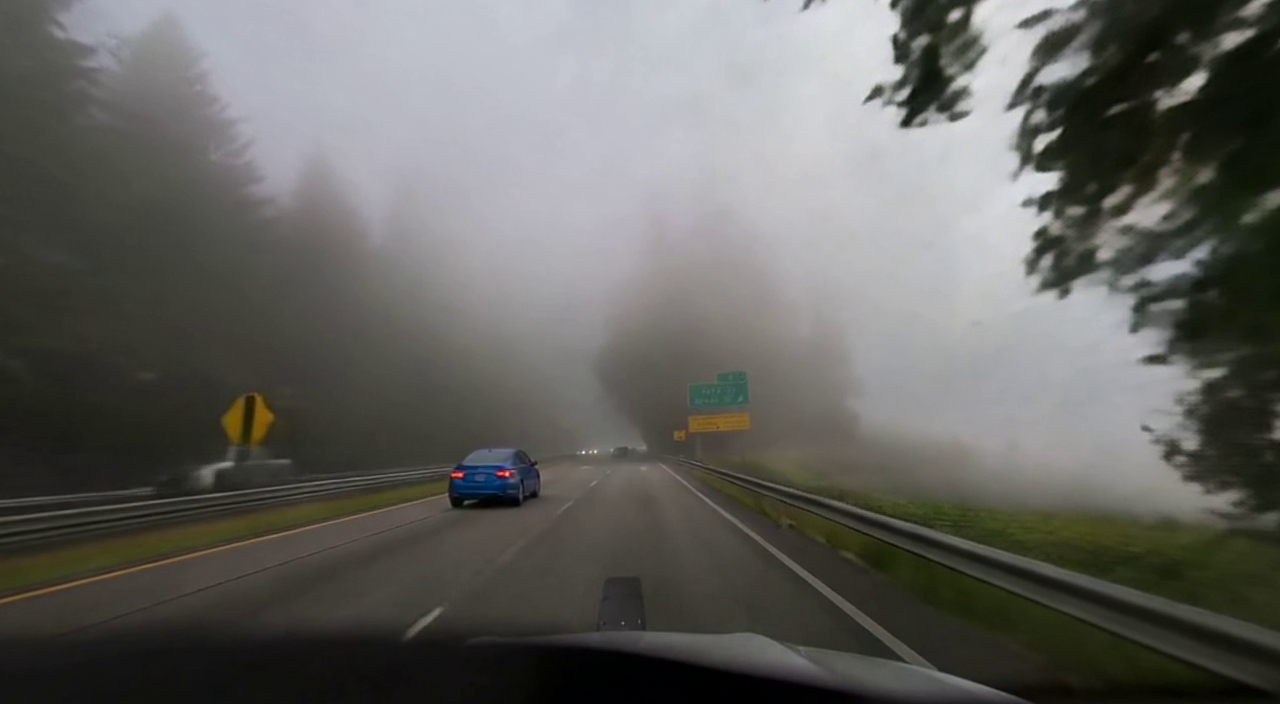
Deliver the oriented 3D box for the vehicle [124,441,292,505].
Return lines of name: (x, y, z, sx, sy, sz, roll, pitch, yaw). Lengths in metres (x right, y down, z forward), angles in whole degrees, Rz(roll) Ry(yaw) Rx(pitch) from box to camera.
vehicle: (-14.817, 4.155, 22.091, 2.174, 1.954, 5.022, -1, -9, 2)

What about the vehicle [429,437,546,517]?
vehicle: (-3.261, 2.722, 14.177, 1.675, 1.537, 3.574, 0, -9, 1)
